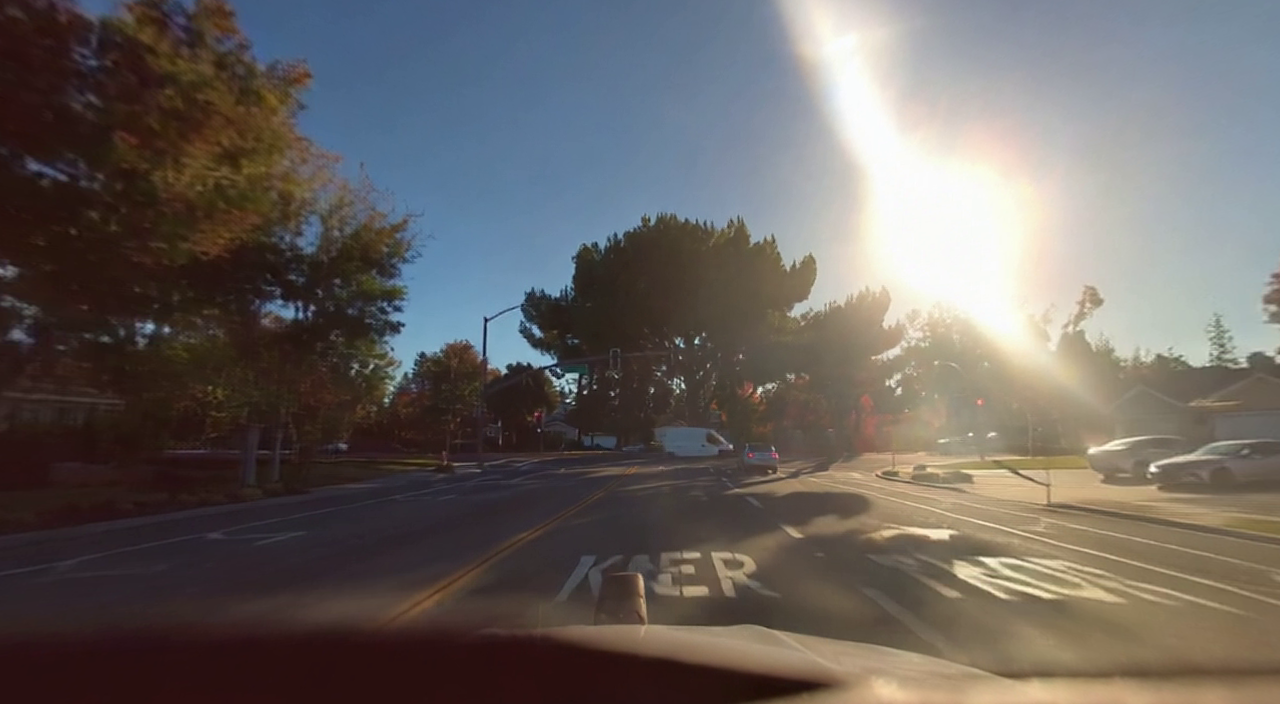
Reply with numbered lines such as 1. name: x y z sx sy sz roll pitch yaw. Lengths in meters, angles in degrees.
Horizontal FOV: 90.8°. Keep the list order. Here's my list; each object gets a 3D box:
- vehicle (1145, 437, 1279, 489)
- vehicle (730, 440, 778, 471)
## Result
1. vehicle: 17.983 3.279 18.857 4.104 1.449 1.896 -1 -8 2
2. vehicle: 5.952 5.455 33.428 1.947 1.485 4.336 -1 -8 3
